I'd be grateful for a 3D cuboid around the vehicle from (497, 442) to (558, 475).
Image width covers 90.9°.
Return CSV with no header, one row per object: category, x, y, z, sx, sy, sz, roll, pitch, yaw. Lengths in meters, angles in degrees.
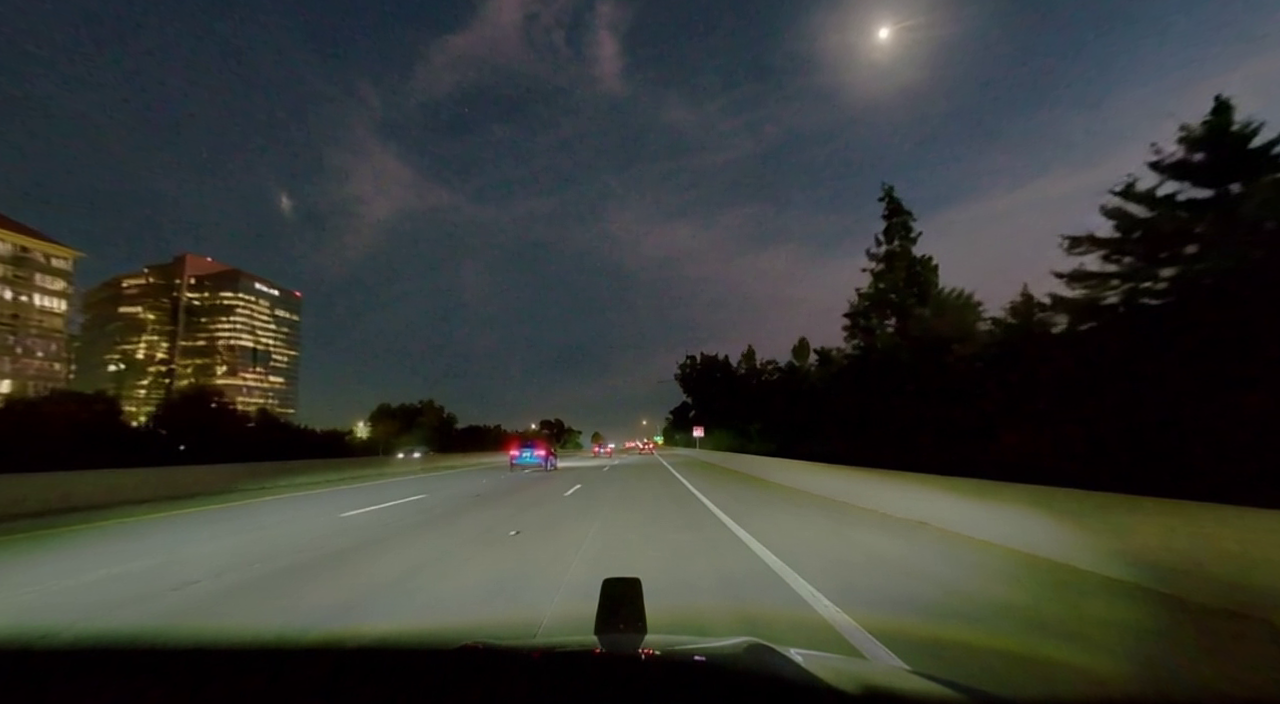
vehicle,-5.375,5.142,30.726,2.083,1.471,4.350,0,-8,1
